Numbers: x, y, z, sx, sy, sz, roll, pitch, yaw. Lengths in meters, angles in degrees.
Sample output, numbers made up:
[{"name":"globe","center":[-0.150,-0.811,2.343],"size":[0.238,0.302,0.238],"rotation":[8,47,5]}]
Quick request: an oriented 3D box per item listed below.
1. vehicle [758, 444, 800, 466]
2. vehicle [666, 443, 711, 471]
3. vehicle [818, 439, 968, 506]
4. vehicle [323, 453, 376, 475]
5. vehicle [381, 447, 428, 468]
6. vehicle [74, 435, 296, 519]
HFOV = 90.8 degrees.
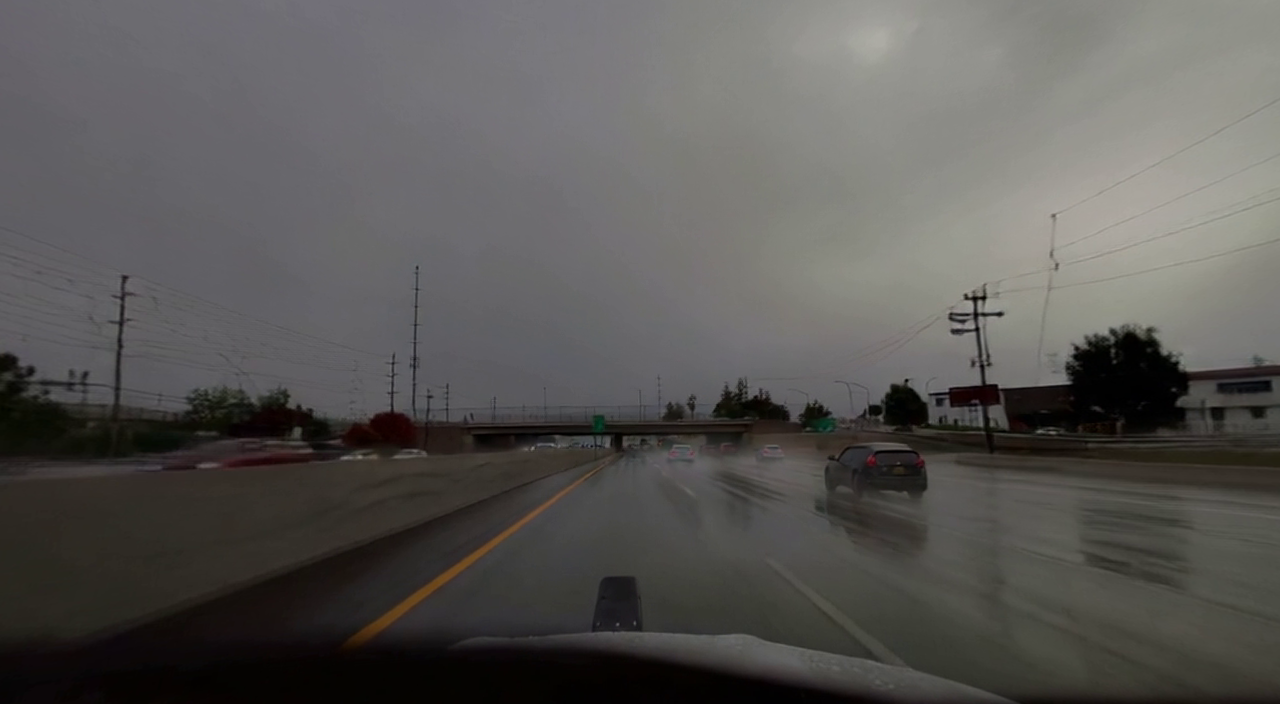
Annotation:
[{"name":"vehicle","center":[9.521,7.096,43.648],"size":[1.838,1.440,4.121],"rotation":[0,-8,-1]},{"name":"vehicle","center":[2.670,5.903,35.778],"size":[1.993,1.507,4.594],"rotation":[0,-8,-2]},{"name":"vehicle","center":[6.355,3.046,16.561],"size":[1.952,1.489,4.483],"rotation":[0,-8,-2]},{"name":"vehicle","center":[-21.262,8.167,46.430],"size":[1.850,1.456,4.403],"rotation":[0,-8,-1]},{"name":"vehicle","center":[-17.171,7.692,46.257],"size":[1.776,1.473,4.494],"rotation":[0,-9,-1]},{"name":"vehicle","center":[-10.177,2.784,14.654],"size":[1.974,1.641,4.245],"rotation":[0,-8,0]}]
